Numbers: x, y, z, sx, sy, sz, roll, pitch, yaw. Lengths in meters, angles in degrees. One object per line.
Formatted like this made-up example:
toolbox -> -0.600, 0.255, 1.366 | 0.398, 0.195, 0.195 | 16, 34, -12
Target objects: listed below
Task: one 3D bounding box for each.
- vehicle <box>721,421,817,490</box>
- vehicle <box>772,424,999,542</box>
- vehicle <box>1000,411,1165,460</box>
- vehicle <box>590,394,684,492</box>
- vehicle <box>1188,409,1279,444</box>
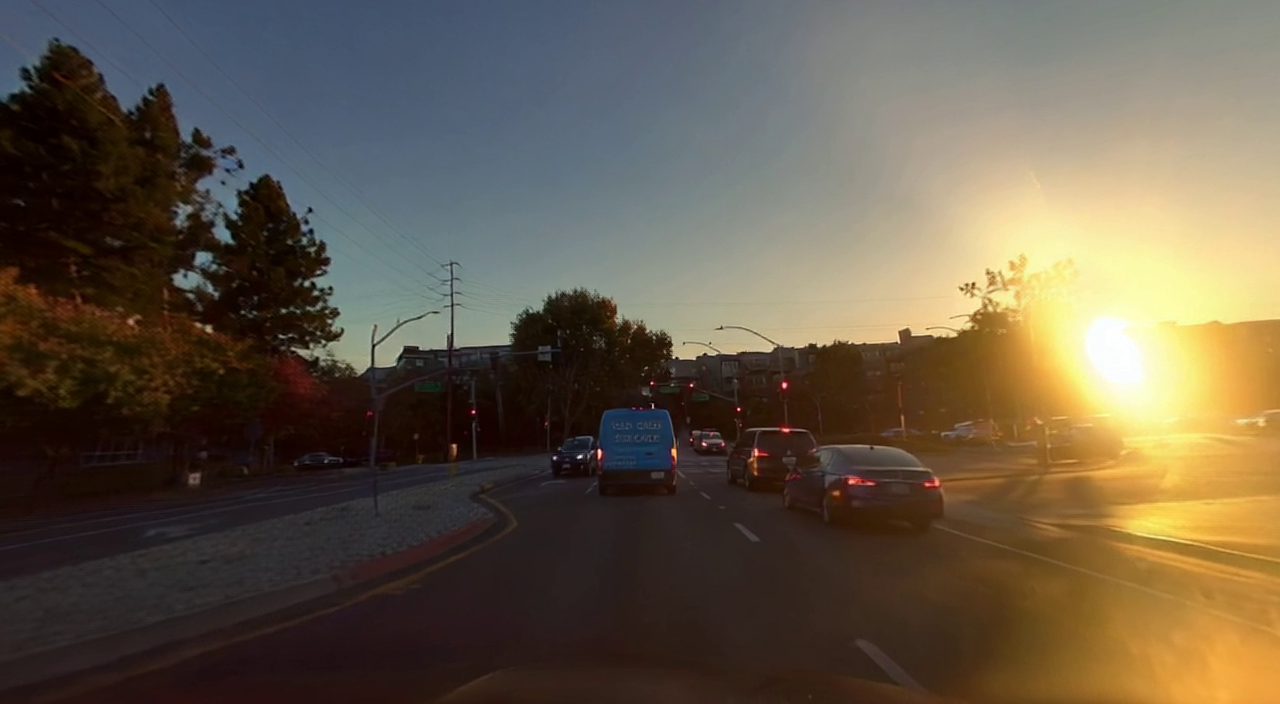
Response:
vehicle -> 3.647, 3.017, 18.634 | 1.965, 1.771, 4.295 | 0, -8, 1
vehicle -> 3.605, 2.012, 10.367 | 1.951, 1.483, 4.582 | 0, -8, 1
vehicle -> 17.097, 3.266, 24.567 | 4.842, 1.792, 1.963 | 0, -8, 2
vehicle -> 0.051, 2.706, 18.735 | 2.422, 2.488, 4.992 | -1, -8, 3
vehicle -> 31.637, 3.925, 33.111 | 4.153, 1.764, 1.858 | 1, -8, -8
